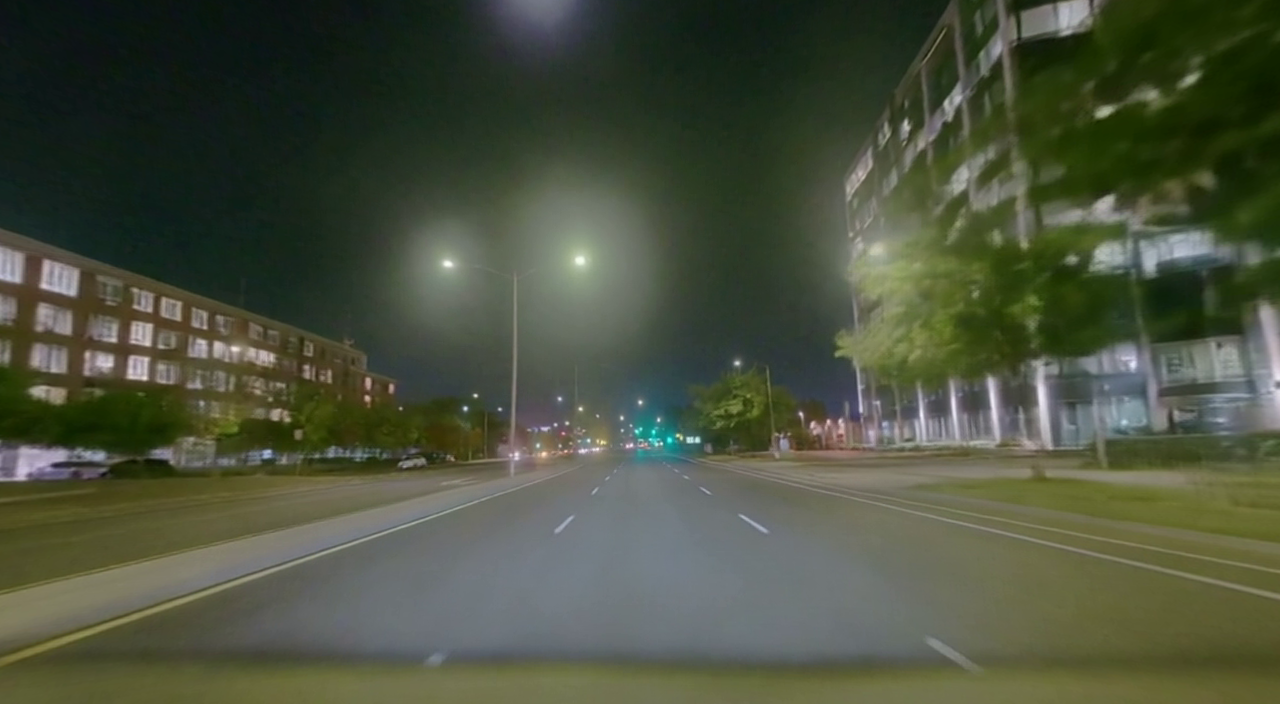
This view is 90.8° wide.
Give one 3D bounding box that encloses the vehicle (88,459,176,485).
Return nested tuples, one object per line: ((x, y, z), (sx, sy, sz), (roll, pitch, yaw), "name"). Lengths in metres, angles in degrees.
((-31.950, 7.527, 39.901), (1.947, 1.444, 4.313), (-1, -10, 0), "vehicle")

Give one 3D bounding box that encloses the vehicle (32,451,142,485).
((-34.647, 7.272, 39.840), (2.230, 1.962, 5.115), (-1, -10, 0), "vehicle")
